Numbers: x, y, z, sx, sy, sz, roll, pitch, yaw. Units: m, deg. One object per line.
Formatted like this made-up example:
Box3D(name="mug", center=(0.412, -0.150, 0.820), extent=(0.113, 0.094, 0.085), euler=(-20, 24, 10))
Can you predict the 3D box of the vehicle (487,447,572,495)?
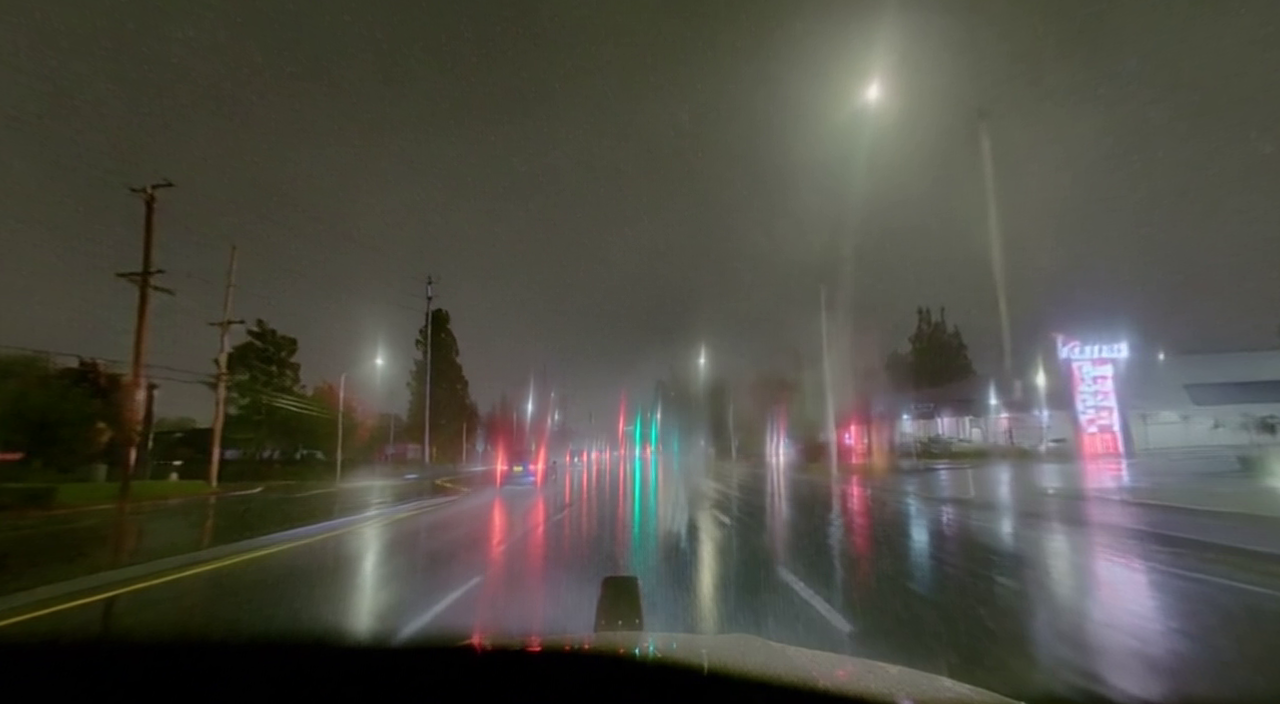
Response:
Box3D(name="vehicle", center=(-3.601, 3.961, 21.399), extent=(2.076, 1.444, 4.328), euler=(0, -9, 0))
